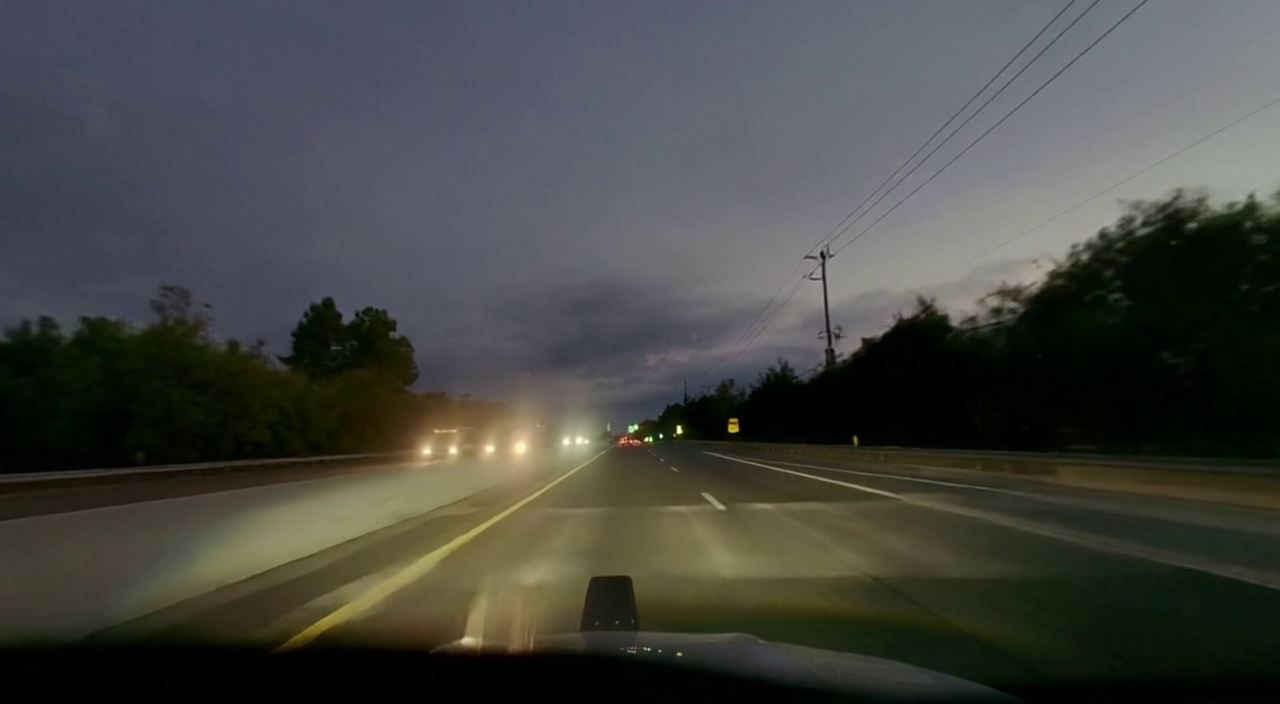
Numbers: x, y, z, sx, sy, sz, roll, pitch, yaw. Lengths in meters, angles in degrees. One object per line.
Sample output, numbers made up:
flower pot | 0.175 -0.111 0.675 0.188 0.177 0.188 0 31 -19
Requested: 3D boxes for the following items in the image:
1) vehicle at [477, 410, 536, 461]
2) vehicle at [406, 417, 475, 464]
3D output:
vehicle | -9.544 6.088 45.967 2.646 3.377 7.637 0 -8 0
vehicle | -14.317 6.426 45.991 2.713 3.022 7.818 2 -8 -2
